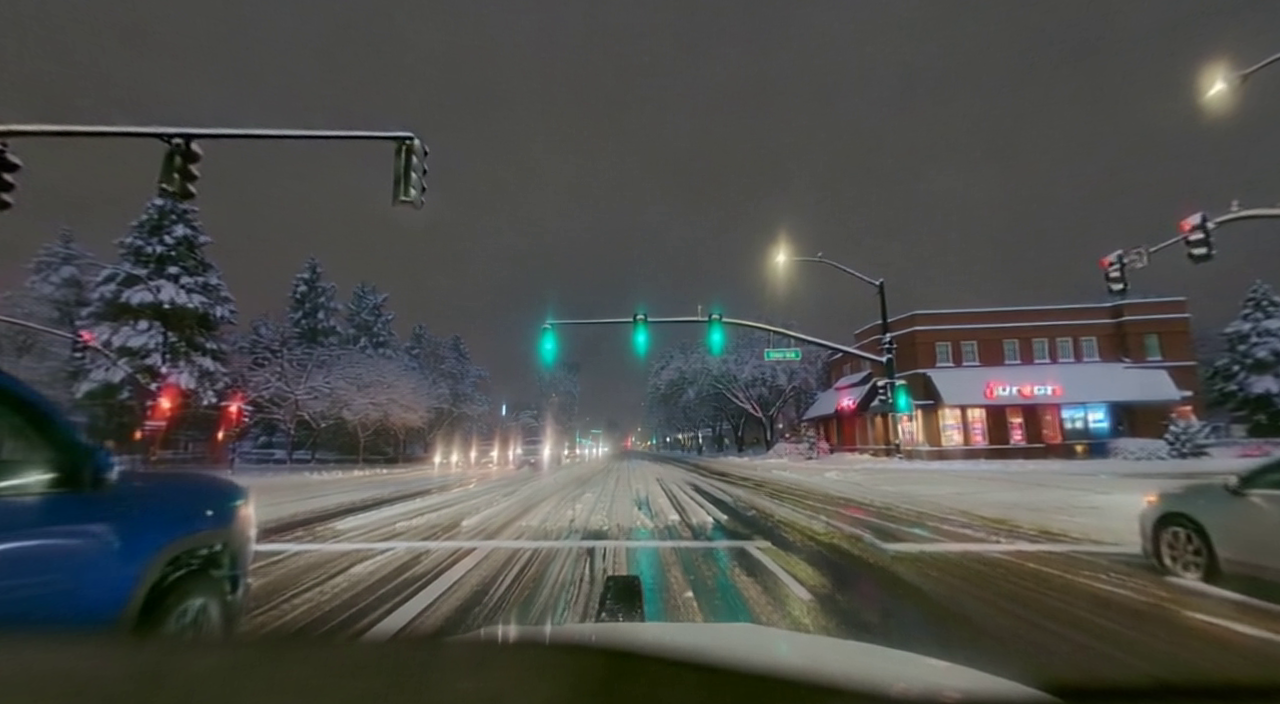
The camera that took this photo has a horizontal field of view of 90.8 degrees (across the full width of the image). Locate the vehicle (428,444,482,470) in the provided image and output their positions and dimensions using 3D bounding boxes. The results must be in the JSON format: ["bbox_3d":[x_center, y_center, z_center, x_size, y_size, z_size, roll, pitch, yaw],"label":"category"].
[{"bbox_3d":[-11.336,6.441,38.944,2.003,1.476,4.082,0,-8,1],"label":"vehicle"}]

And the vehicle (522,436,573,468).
[{"bbox_3d":[-5.466,5.991,38.094,2.384,1.787,5.038,0,-8,-1],"label":"vehicle"}]

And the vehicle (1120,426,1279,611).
[{"bbox_3d":[6.162,1.229,4.324,1.972,1.476,4.775,0,-8,0],"label":"vehicle"}]

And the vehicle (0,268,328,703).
[{"bbox_3d":[-3.328,0.630,1.874,2.313,1.883,5.016,0,-9,-1],"label":"vehicle"}]

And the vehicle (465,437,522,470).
[{"bbox_3d":[-8.424,5.895,36.909,2.273,1.791,4.809,0,-8,-1],"label":"vehicle"}]
